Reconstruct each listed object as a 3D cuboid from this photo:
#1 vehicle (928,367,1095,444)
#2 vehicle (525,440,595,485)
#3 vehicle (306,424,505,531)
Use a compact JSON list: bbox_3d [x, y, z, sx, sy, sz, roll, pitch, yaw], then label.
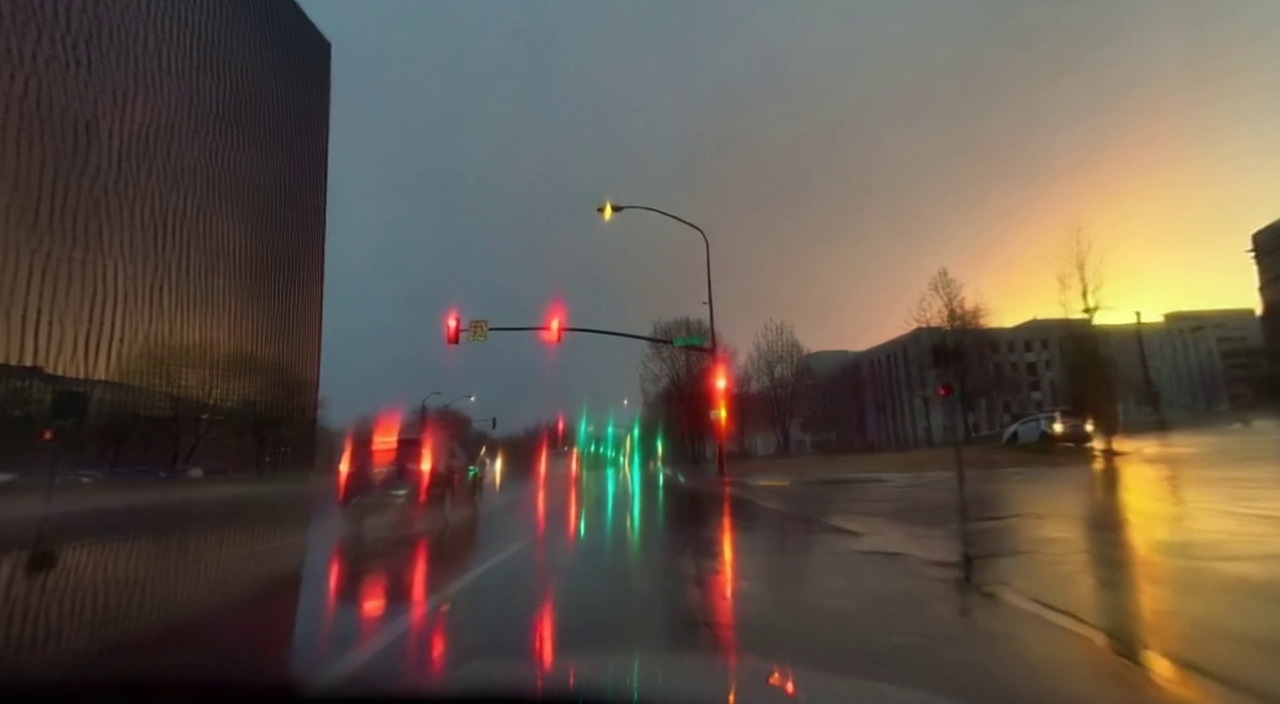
[{"bbox_3d":[15.695,2.450,27.065,4.005,2.827,4.538,2,-10,-10],"label":"vehicle"},{"bbox_3d":[-3.526,5.015,28.848,2.384,1.849,5.009,-1,-9,2],"label":"vehicle"},{"bbox_3d":[-4.358,2.422,12.723,2.169,1.741,4.588,-1,-9,1],"label":"vehicle"}]
